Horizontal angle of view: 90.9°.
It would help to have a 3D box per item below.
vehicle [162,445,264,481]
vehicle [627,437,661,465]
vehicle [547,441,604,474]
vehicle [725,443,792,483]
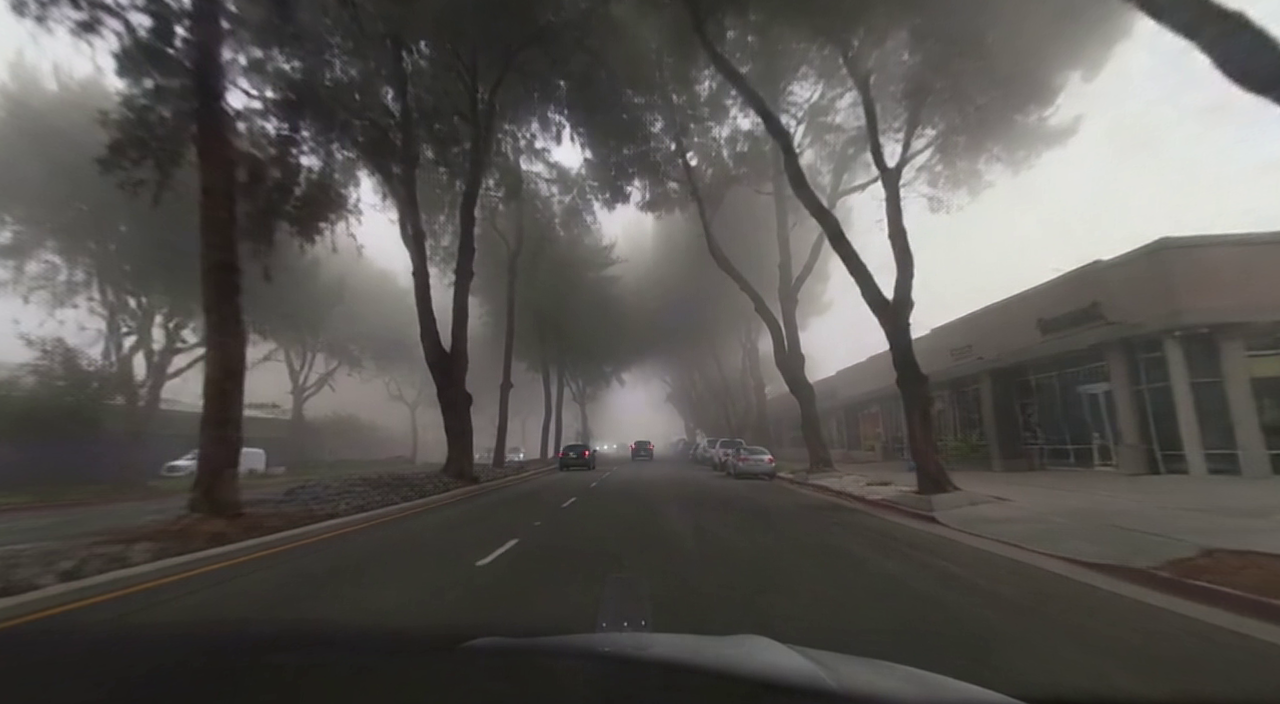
[{"bbox_3d":[-26.959,6.996,40.119,2.231,2.124,5.680,-1,-8,4],"label":"vehicle"},{"bbox_3d":[0.286,6.473,41.380,2.075,1.770,4.018,0,-8,1],"label":"vehicle"},{"bbox_3d":[-2.999,5.054,30.420,2.151,1.484,4.468,0,-8,2],"label":"vehicle"},{"bbox_3d":[4.595,4.357,25.115,1.896,1.451,4.329,0,-8,1],"label":"vehicle"}]
